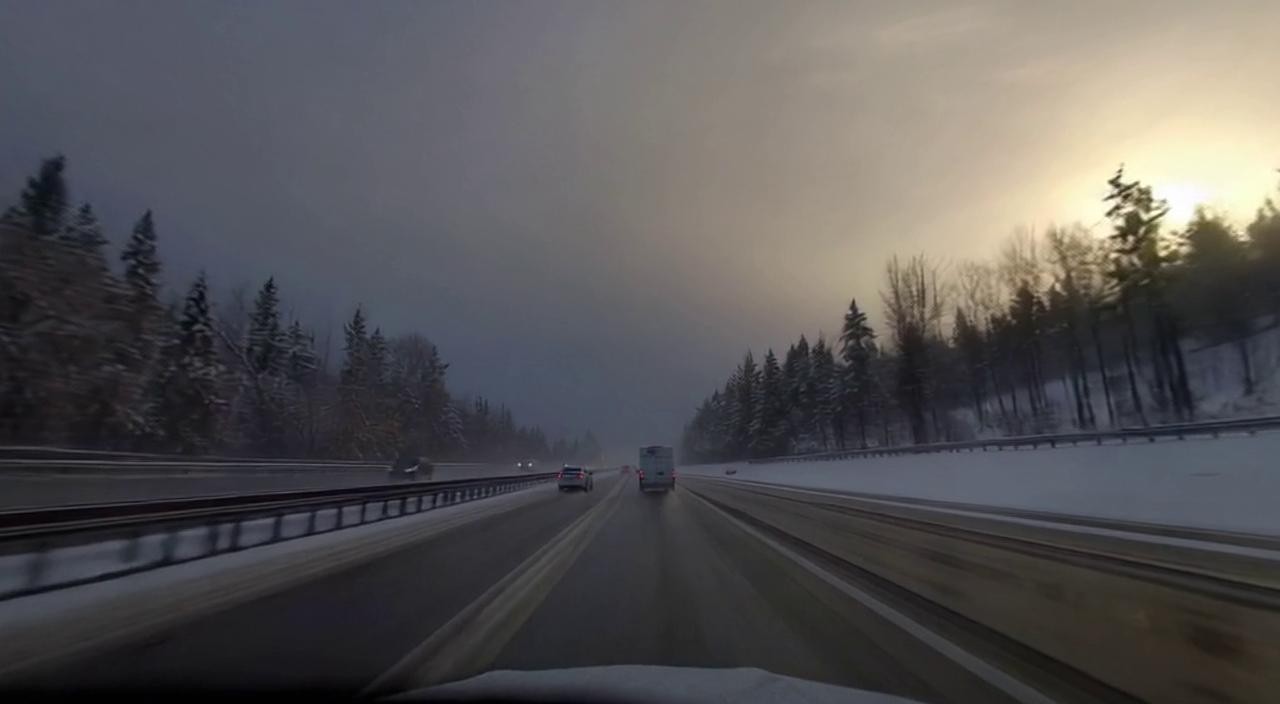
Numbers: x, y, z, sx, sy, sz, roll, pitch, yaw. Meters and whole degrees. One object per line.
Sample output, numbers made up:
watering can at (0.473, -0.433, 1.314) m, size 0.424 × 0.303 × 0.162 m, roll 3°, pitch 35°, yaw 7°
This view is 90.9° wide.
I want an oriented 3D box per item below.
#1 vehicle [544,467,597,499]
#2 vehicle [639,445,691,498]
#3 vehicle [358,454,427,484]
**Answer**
vehicle at (-3.525, 6.741, 32.668) m, size 2.128 × 1.491 × 4.508 m, roll 0°, pitch -10°, yaw 1°
vehicle at (1.218, 6.372, 33.759) m, size 2.482 × 2.549 × 5.447 m, roll 1°, pitch -10°, yaw -1°
vehicle at (-13.014, 6.218, 33.454) m, size 1.800 × 1.437 × 4.400 m, roll 1°, pitch -10°, yaw 1°
